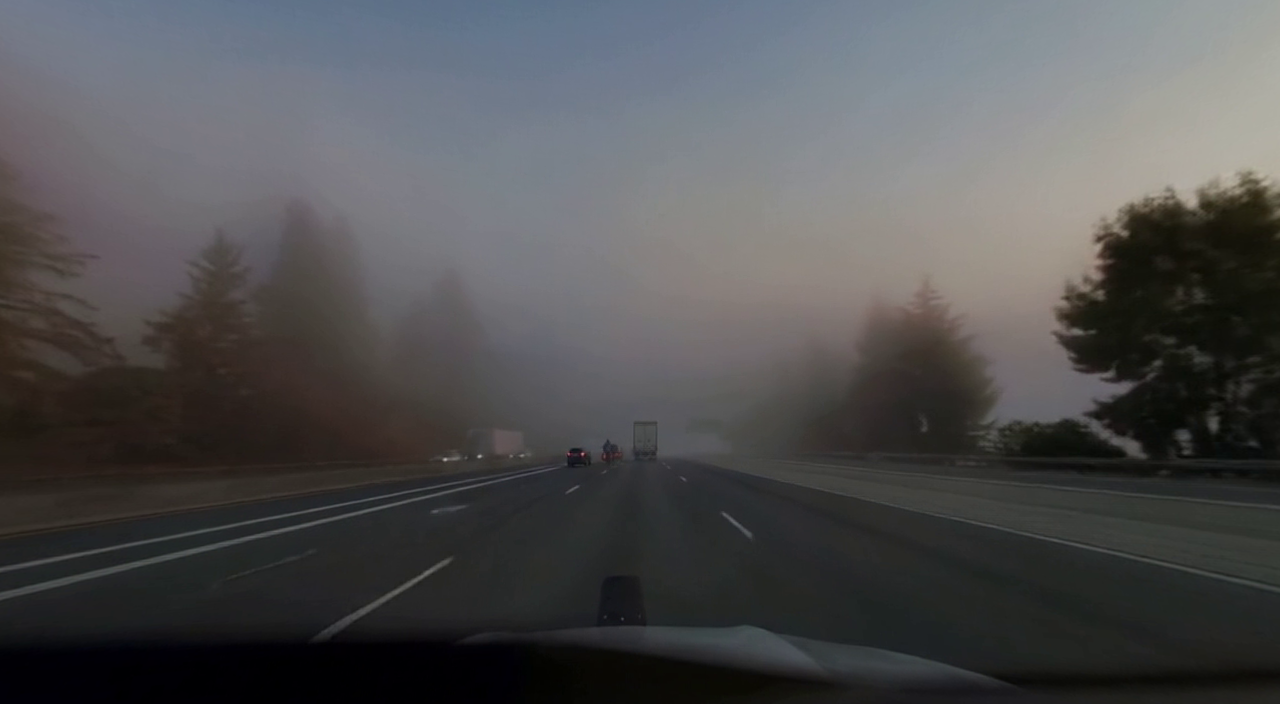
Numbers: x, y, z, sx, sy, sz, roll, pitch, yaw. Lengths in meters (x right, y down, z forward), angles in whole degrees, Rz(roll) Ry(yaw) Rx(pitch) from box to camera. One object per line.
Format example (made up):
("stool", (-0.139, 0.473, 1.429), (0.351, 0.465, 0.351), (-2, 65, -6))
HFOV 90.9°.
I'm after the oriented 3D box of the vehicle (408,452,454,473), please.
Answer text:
("vehicle", (-15.907, 8.409, 48.262), (1.845, 1.469, 4.318), (-1, -8, 3))
